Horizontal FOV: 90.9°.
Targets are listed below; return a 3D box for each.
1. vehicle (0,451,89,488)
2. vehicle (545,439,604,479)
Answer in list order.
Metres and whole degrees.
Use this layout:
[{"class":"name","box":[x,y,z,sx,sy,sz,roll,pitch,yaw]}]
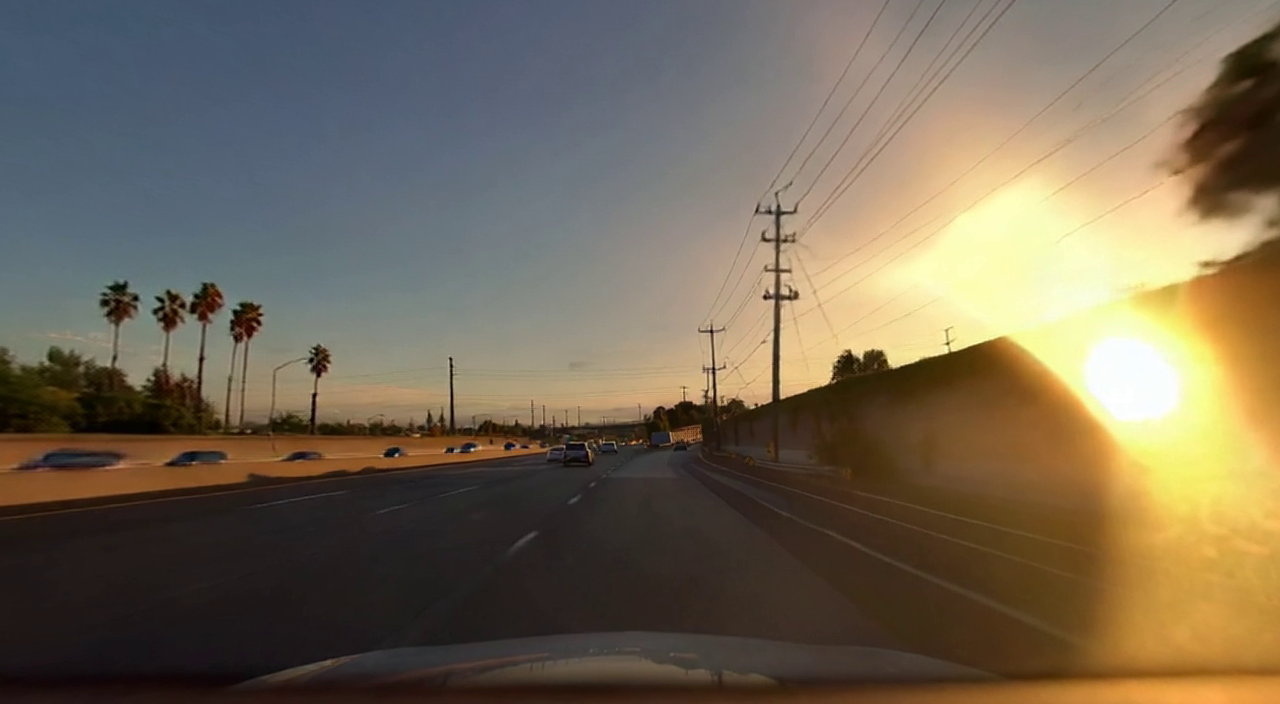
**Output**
[{"class":"vehicle","box":[-27.456,5.154,28.008,1.857,1.489,4.473,0,-9,0]},{"class":"vehicle","box":[-2.786,4.661,27.687,2.029,1.609,3.935,0,-9,1]}]
